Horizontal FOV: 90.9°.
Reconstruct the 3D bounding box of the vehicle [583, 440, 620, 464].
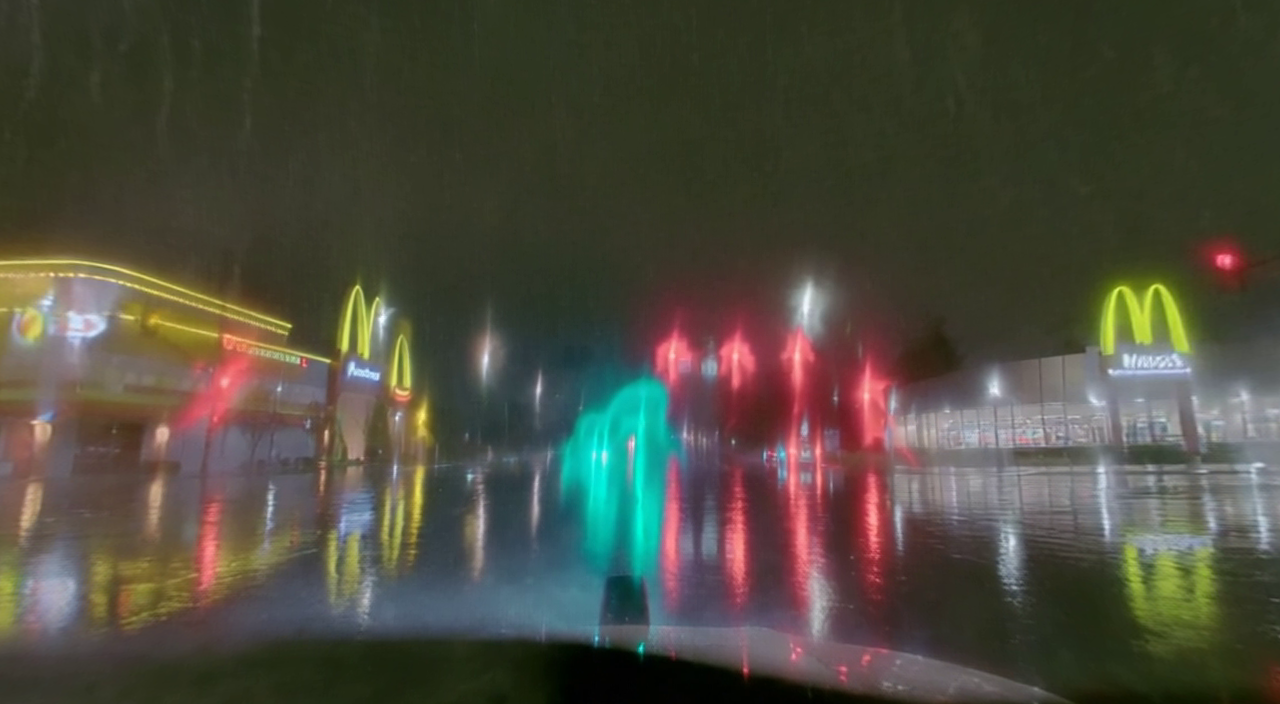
[{"bbox_3d":[-2.501,6.639,41.957,2.104,1.468,4.195,0,-8,1],"label":"vehicle"}]
